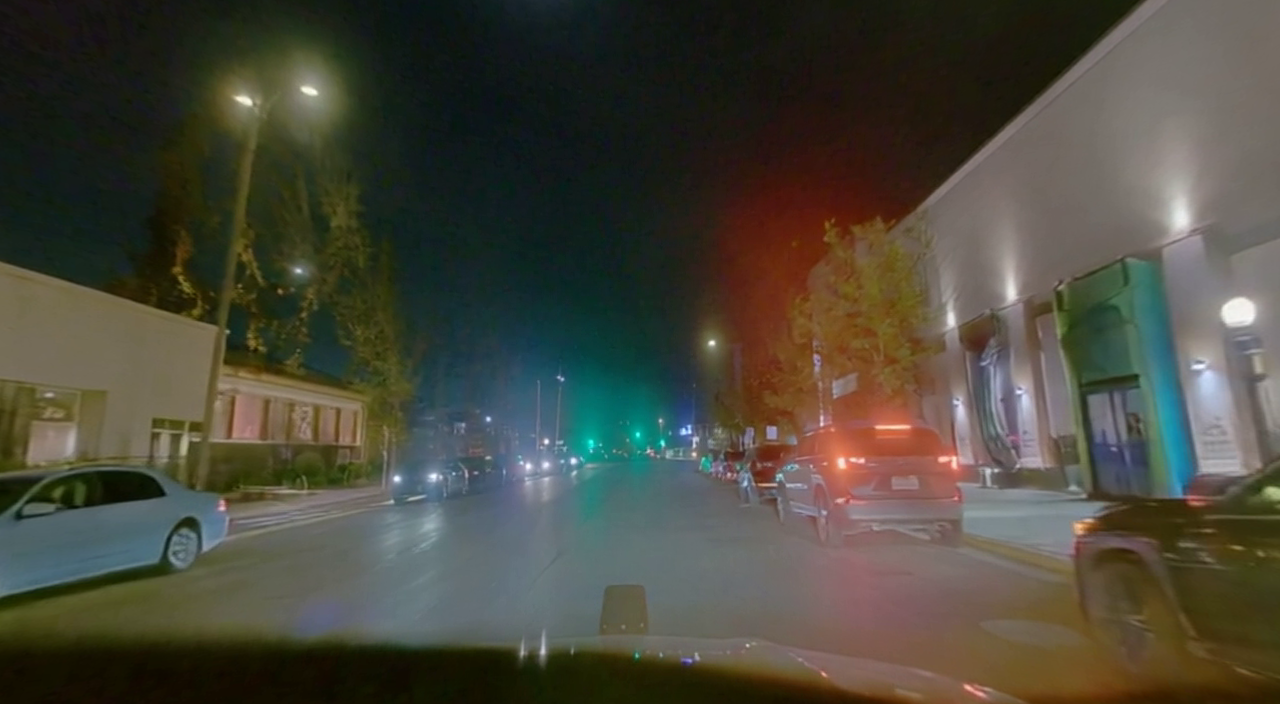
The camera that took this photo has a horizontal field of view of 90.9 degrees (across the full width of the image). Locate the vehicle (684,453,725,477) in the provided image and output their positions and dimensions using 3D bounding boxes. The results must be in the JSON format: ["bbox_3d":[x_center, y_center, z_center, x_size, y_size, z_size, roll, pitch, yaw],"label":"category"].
[{"bbox_3d":[4.248,7.475,41.916,2.081,1.463,4.263,0,-8,-3],"label":"vehicle"}]

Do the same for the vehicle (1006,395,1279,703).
[{"bbox_3d":[3.896,0.985,2.607,2.008,1.644,4.476,0,-8,-1],"label":"vehicle"}]

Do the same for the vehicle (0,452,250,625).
[{"bbox_3d":[-7.019,1.967,6.957,2.182,1.522,4.946,-2,-8,2],"label":"vehicle"}]

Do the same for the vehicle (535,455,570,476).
[{"bbox_3d":[-6.768,8.834,49.244,1.887,1.503,4.604,-1,-8,2],"label":"vehicle"}]

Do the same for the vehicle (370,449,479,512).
[{"bbox_3d":[-7.079,4.226,21.452,1.996,1.770,5.518,-2,-8,-2],"label":"vehicle"}]

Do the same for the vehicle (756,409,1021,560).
[{"bbox_3d":[3.839,2.169,11.176,2.390,2.005,5.276,0,-8,-2],"label":"vehicle"}]
